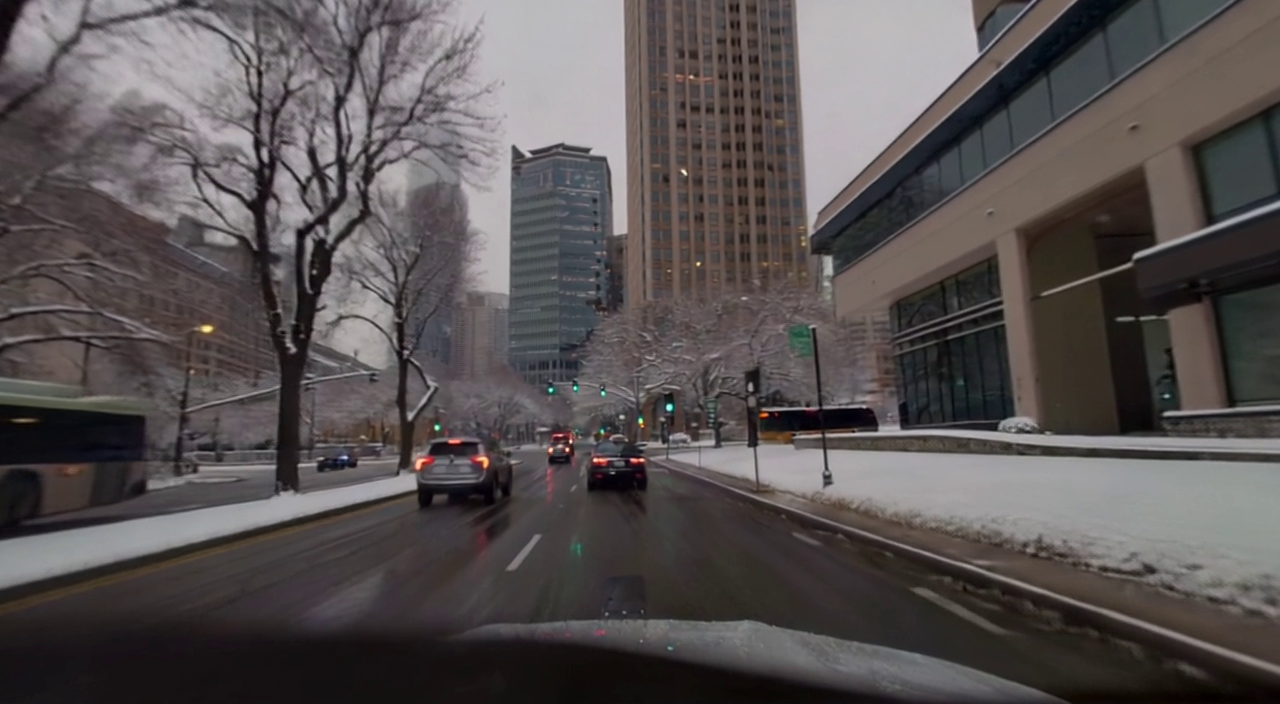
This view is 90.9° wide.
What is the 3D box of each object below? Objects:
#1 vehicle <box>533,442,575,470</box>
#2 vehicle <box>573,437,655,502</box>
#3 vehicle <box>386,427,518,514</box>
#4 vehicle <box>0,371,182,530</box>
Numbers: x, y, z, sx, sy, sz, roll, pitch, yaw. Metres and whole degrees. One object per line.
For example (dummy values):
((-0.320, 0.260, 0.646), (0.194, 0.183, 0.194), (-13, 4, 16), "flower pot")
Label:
((-4.831, 5.885, 35.891), (1.961, 1.517, 4.202), (1, -9, -3), "vehicle")
((-0.683, 3.074, 16.826), (1.933, 1.504, 3.802), (1, -9, -2), "vehicle")
((-3.940, 2.541, 13.903), (1.848, 1.641, 3.686), (0, -9, -2), "vehicle")
((-15.102, 2.233, 14.304), (2.804, 3.352, 8.895), (0, -9, -1), "vehicle")
